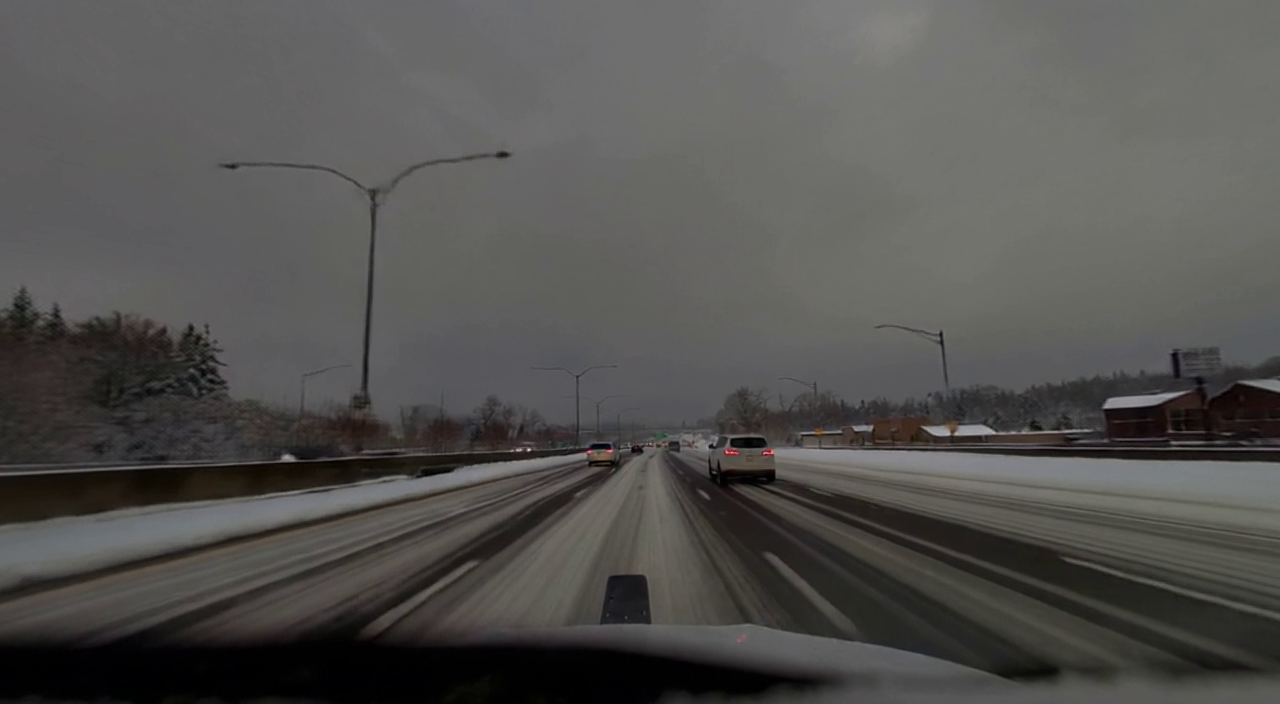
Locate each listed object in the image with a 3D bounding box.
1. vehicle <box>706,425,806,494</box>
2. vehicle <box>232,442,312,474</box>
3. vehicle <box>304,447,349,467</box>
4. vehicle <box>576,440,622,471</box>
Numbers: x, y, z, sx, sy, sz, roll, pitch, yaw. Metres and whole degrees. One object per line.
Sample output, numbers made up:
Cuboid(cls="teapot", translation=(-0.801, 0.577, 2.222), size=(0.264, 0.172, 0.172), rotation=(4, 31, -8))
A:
Cuboid(cls="vehicle", translation=(3.402, 3.266, 19.559), size=(2.148, 1.852, 4.835), rotation=(0, -8, 0))
Cuboid(cls="vehicle", translation=(-18.913, 5.439, 32.574), size=(1.769, 1.500, 3.696), rotation=(-1, -8, 3))
Cuboid(cls="vehicle", translation=(-24.668, 8.233, 49.727), size=(1.470, 1.318, 3.856), rotation=(-6, -8, 1))
Cuboid(cls="vehicle", translation=(-2.178, 5.721, 35.064), size=(2.080, 1.542, 4.718), rotation=(-1, -8, 2))
